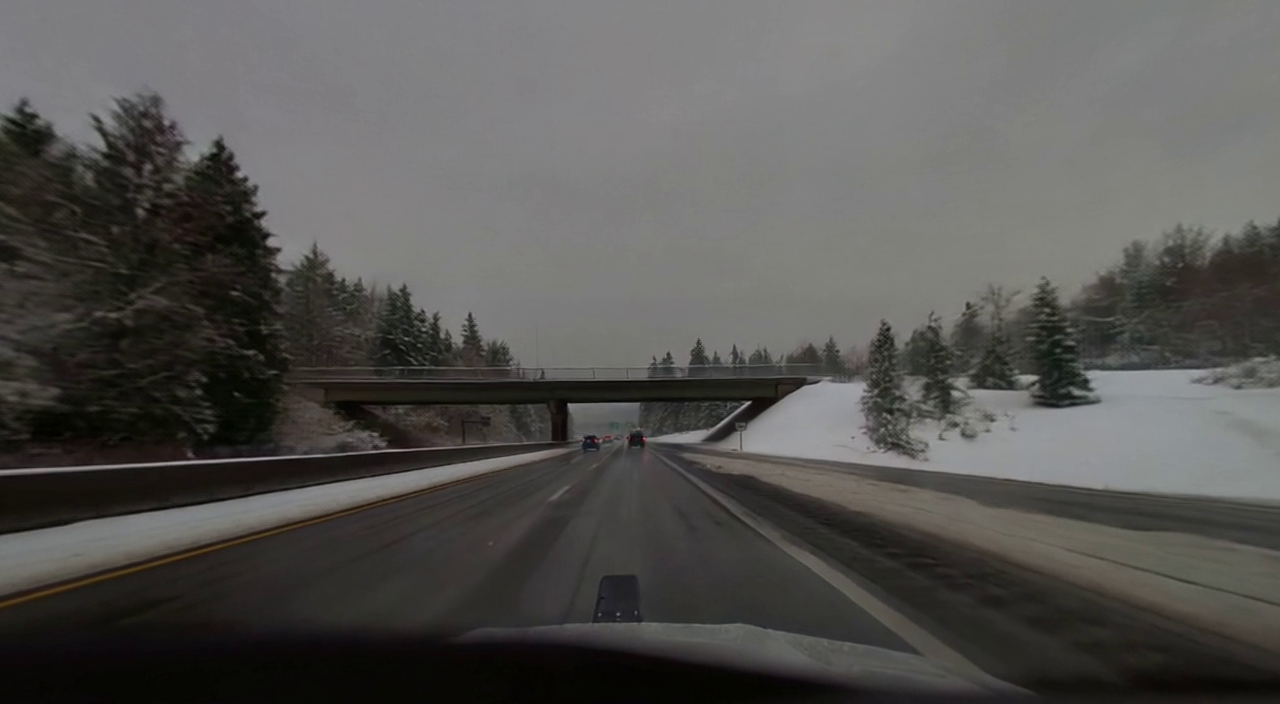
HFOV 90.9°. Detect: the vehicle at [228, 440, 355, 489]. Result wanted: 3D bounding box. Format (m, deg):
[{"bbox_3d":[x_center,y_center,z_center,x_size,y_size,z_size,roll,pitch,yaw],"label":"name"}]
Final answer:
[{"bbox_3d":[-12.466,4.010,22.956,1.952,1.542,4.672,0,-8,0],"label":"vehicle"}]
